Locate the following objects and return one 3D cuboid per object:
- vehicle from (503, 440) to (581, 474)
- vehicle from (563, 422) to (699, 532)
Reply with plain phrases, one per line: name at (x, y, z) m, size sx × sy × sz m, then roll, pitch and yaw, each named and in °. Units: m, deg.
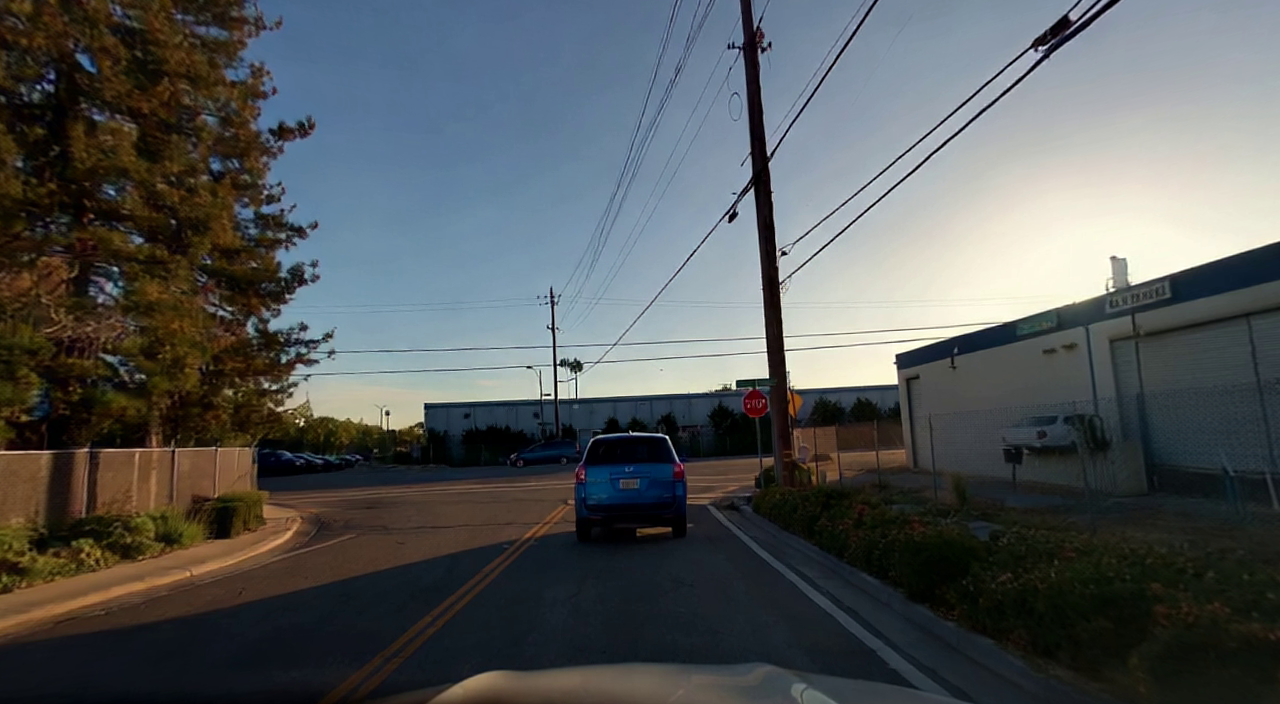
vehicle at (-5.531, 5.825, 35.261) m, size 4.415 × 1.753 × 2.029 m, roll -8°, pitch -12°, yaw 44°
vehicle at (-0.184, 2.277, 12.088) m, size 2.137 × 1.698 × 4.166 m, roll 0°, pitch -8°, yaw -1°
